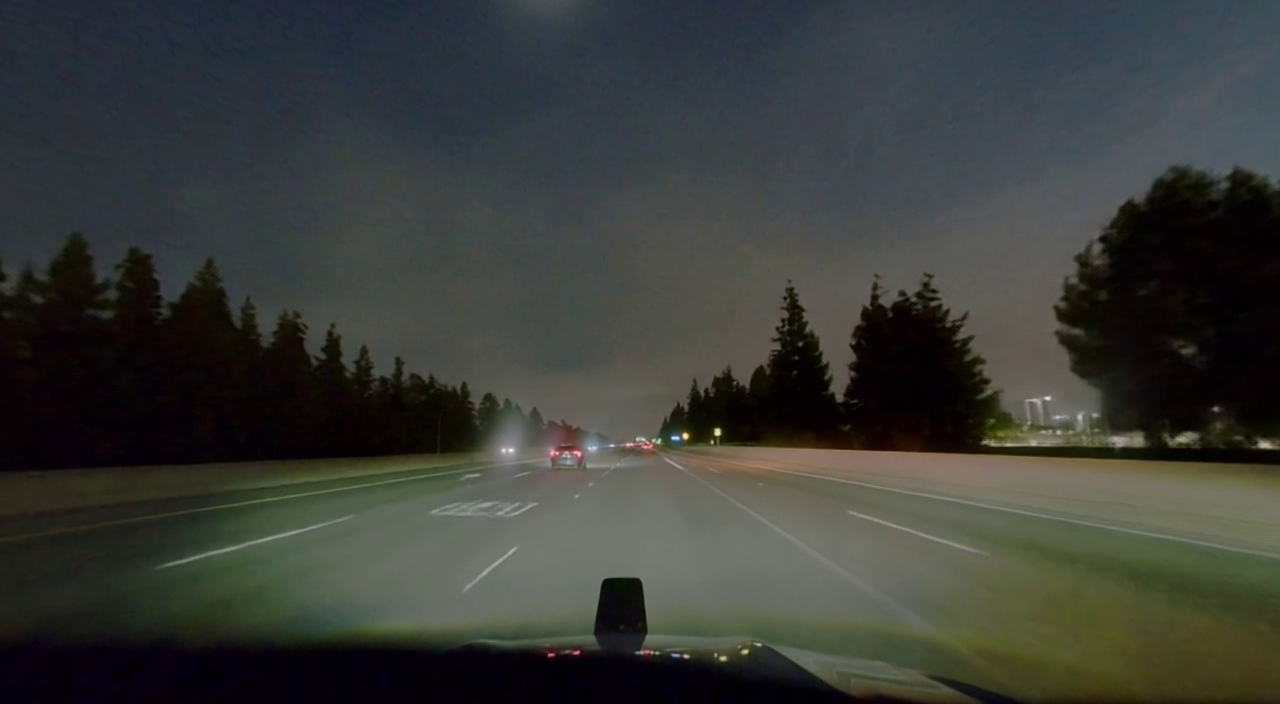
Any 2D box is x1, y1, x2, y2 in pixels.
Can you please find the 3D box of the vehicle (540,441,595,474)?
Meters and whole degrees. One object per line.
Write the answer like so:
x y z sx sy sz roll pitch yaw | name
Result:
-3.386 5.018 30.280 2.128 1.450 4.078 0 -8 1 | vehicle
